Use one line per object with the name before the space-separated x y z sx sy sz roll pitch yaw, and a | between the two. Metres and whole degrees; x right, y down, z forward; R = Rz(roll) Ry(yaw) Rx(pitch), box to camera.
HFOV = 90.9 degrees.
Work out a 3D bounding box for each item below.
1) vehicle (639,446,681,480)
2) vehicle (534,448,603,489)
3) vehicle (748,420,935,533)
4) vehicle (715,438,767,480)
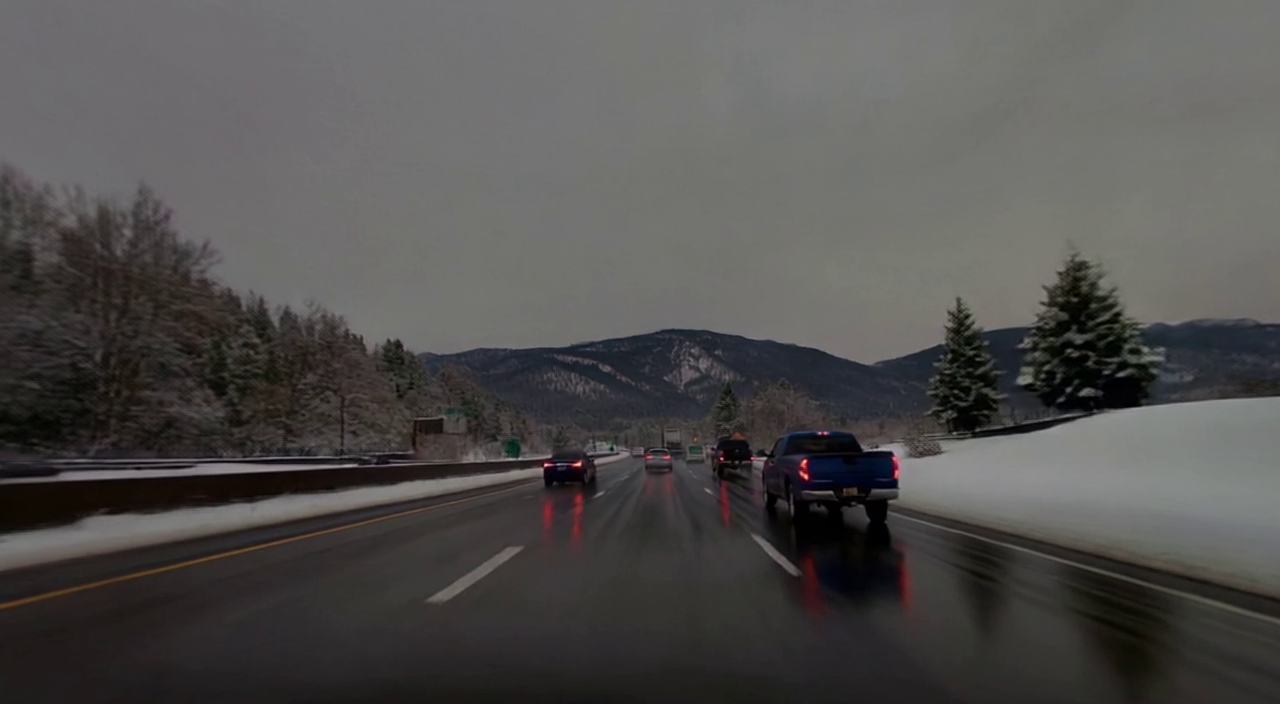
vehicle | 1.008 5.553 31.871 1.959 1.604 4.065 -1 -8 2
vehicle | -2.862 4.806 26.492 2.109 1.530 4.646 -1 -9 3
vehicle | 3.798 2.466 13.192 2.229 1.837 5.387 0 -8 1
vehicle | 5.158 5.513 32.778 2.057 1.958 4.495 0 -8 1
